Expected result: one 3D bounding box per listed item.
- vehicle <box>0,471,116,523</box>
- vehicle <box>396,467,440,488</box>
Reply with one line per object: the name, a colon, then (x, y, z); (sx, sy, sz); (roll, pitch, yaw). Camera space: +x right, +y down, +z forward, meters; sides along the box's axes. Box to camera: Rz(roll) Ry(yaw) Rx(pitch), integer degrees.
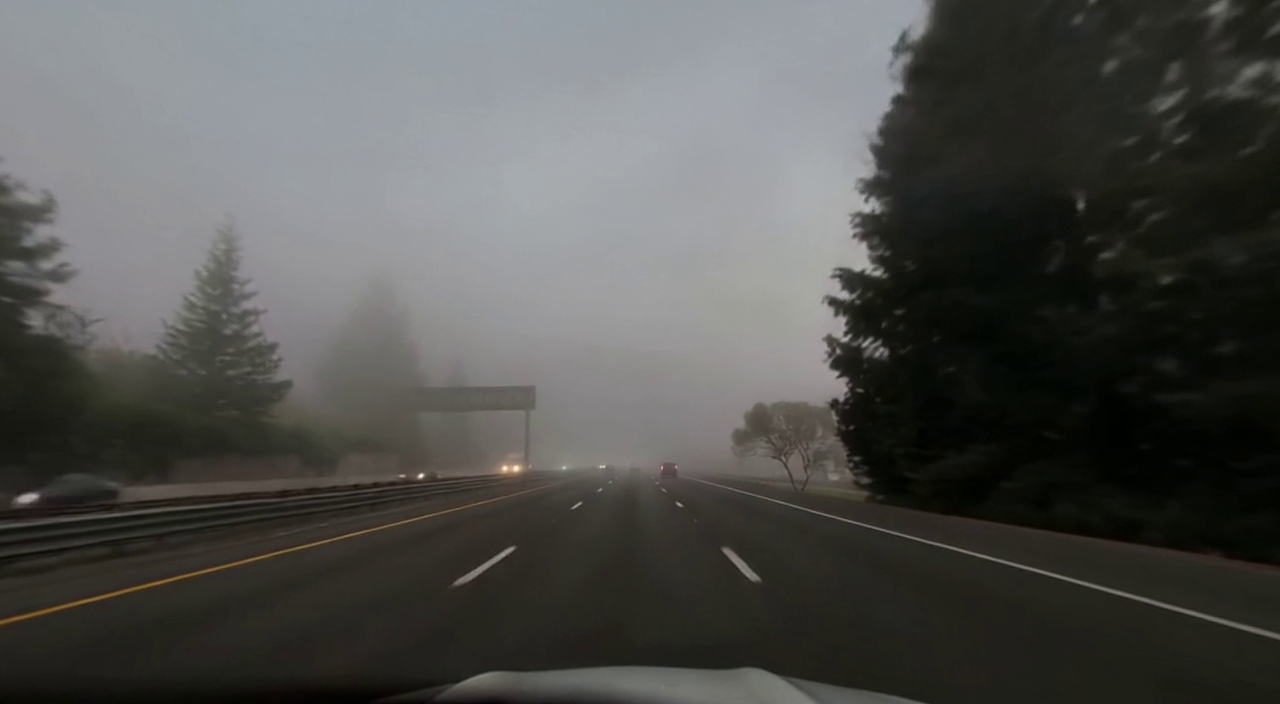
vehicle: (-19.994, 4.665, 20.554); (1.849, 1.483, 4.542); (1, -10, 0)
vehicle: (-16.307, 9.248, 46.450); (1.878, 1.427, 3.636); (1, -10, 0)
